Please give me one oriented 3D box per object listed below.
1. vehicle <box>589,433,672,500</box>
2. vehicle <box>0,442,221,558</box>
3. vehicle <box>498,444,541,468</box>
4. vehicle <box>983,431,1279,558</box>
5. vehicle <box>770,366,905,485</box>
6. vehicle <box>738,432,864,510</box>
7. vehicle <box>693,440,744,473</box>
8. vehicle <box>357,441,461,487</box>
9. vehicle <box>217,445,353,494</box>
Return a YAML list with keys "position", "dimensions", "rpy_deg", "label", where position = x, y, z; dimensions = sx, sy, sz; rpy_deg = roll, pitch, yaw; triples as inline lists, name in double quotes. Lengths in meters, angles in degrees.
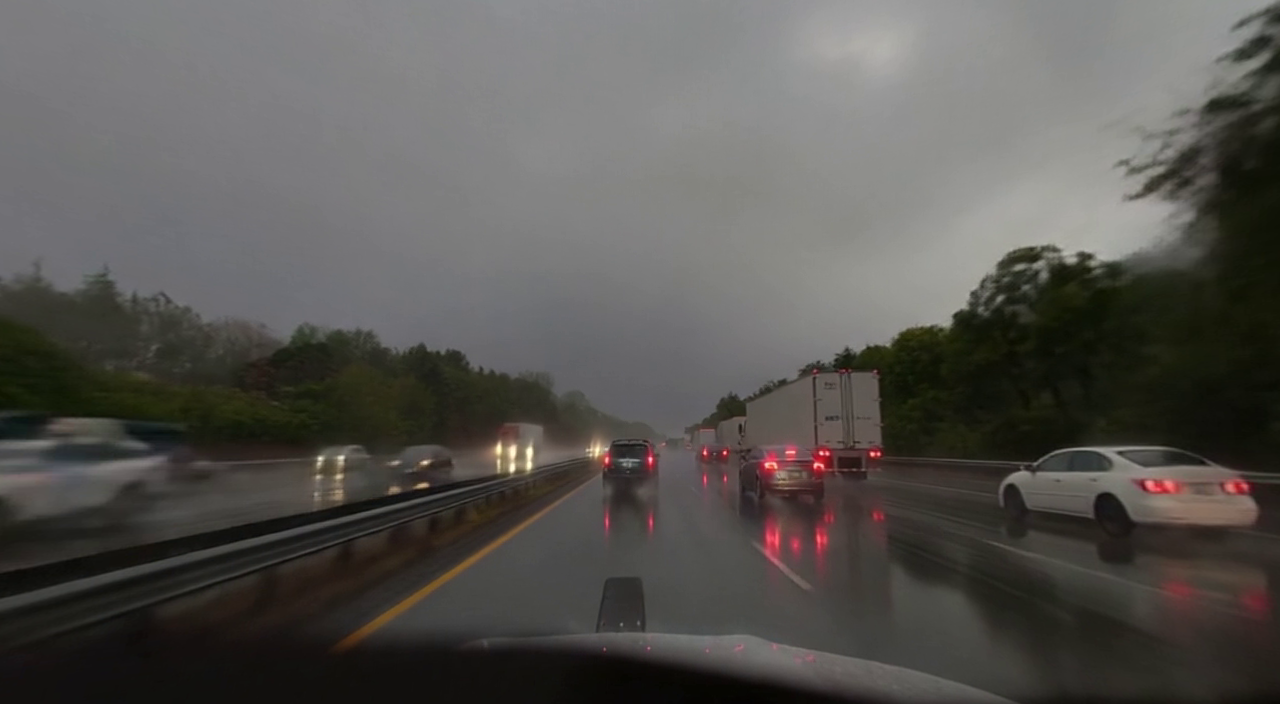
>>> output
- position: [-0.202, 3.074, 17.208]
  dimensions: [2.023, 1.618, 3.628]
  rpy_deg: [0, -9, 1]
  label: "vehicle"
- position: [-9.280, 2.205, 10.014]
  dimensions: [2.053, 1.476, 4.544]
  rpy_deg: [0, -9, 1]
  label: "vehicle"
- position: [-8.261, 7.151, 43.577]
  dimensions: [1.976, 1.549, 4.303]
  rpy_deg: [0, -9, 1]
  label: "vehicle"
- position: [7.329, 1.989, 9.504]
  dimensions: [1.951, 1.467, 4.173]
  rpy_deg: [0, -9, 0]
  label: "vehicle"
- position: [7.666, 3.152, 25.993]
  dimensions: [2.823, 4.063, 8.485]
  rpy_deg: [0, -9, 1]
  label: "vehicle"
- position: [3.624, 2.752, 15.003]
  dimensions: [1.920, 1.594, 3.867]
  rpy_deg: [0, -9, -1]
  label: "vehicle"
- position: [4.090, 5.545, 33.699]
  dimensions: [2.150, 1.632, 4.260]
  rpy_deg: [0, -9, 0]
  label: "vehicle"
- position: [-8.147, 3.993, 22.735]
  dimensions: [2.106, 1.494, 4.170]
  rpy_deg: [0, -9, 1]
  label: "vehicle"
- position: [-12.004, 3.995, 21.795]
  dimensions: [1.908, 1.478, 4.690]
  rpy_deg: [0, -9, 1]
  label: "vehicle"
